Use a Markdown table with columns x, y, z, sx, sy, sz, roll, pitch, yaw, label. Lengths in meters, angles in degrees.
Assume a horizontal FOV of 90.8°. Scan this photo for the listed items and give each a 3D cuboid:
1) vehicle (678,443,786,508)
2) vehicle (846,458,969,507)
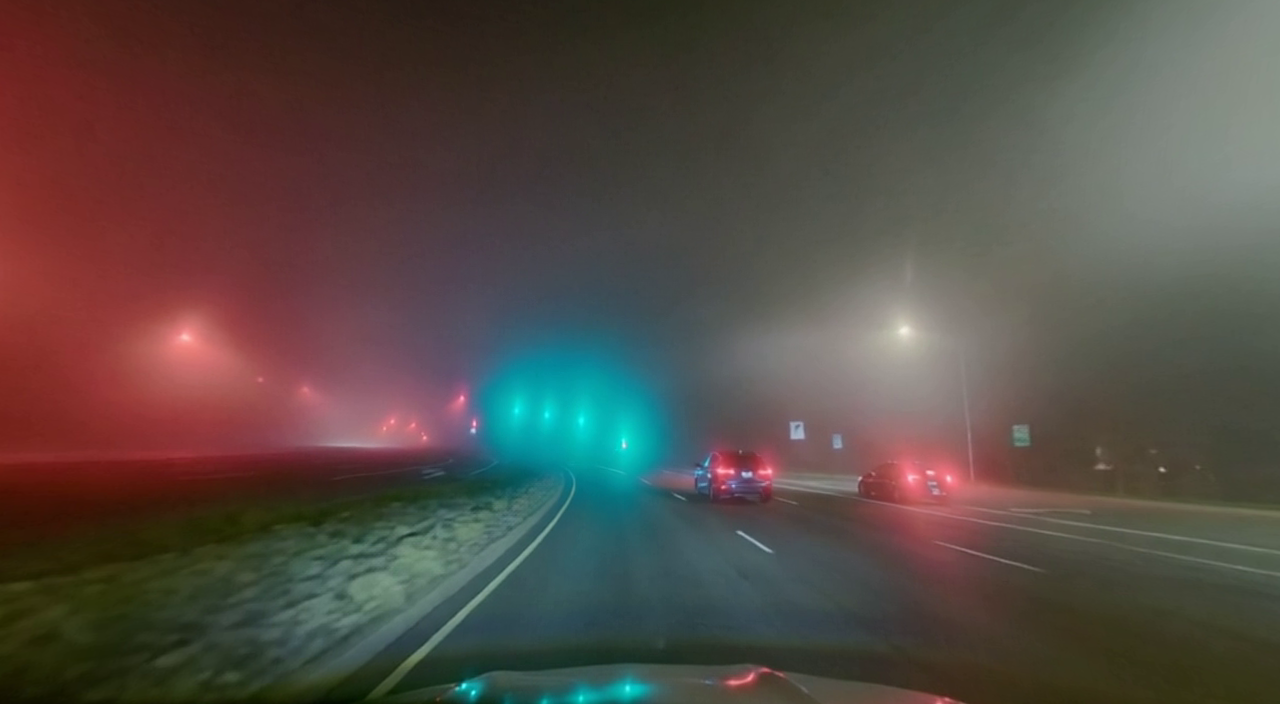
| x | y | z | sx | sy | sz | roll | pitch | yaw | label |
| --- | --- | --- | --- | --- | --- | --- | --- | --- | --- |
| 2.513 | 3.549 | 18.626 | 2.122 | 1.646 | 4.525 | 1 | -9 | -5 | vehicle |
| 9.178 | 4.482 | 22.212 | 1.940 | 1.460 | 4.652 | 1 | -9 | -5 | vehicle |
